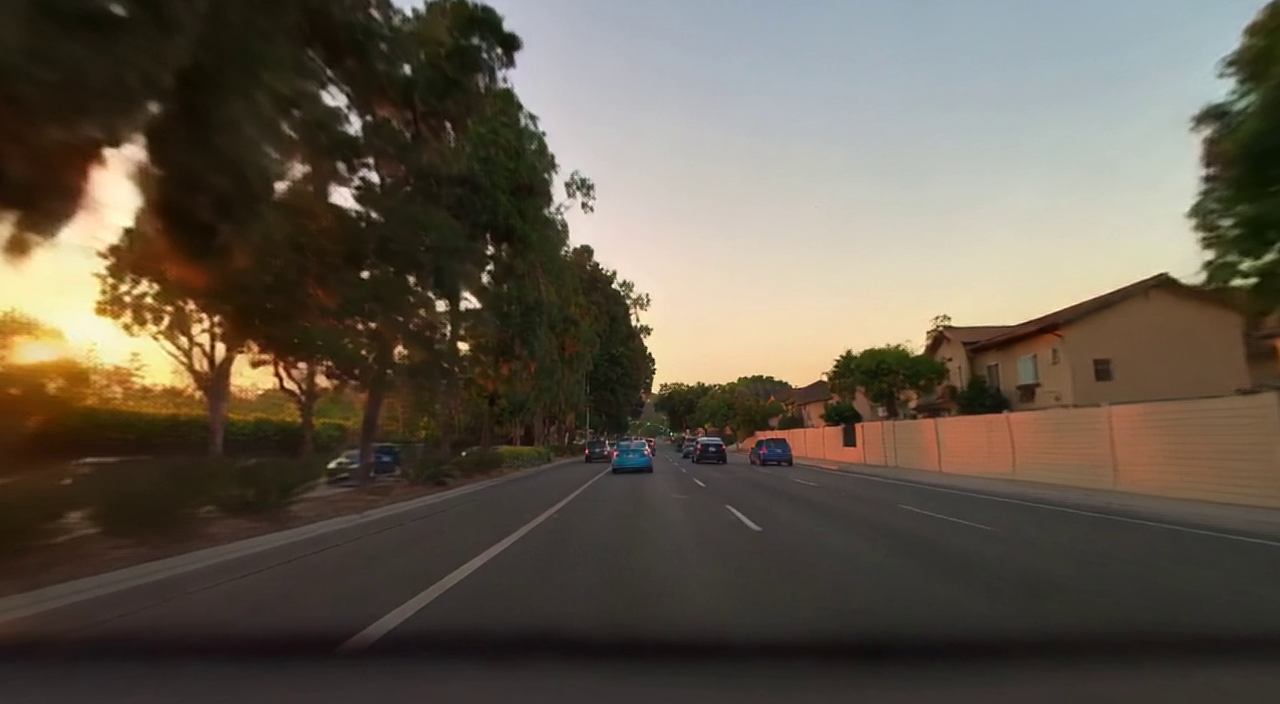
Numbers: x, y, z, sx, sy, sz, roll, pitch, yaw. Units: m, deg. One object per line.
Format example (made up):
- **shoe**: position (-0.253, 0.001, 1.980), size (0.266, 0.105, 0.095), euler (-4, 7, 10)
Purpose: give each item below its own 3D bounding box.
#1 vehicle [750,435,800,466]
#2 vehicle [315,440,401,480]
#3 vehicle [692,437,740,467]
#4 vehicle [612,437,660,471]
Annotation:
- **vehicle**: position (7.796, 5.710, 36.811), size (1.972, 1.700, 4.269), euler (0, -8, 0)
- **vehicle**: position (-13.744, 5.260, 31.088), size (2.019, 1.778, 4.593), euler (0, -8, 1)
- **vehicle**: position (4.036, 5.384, 34.143), size (2.067, 1.514, 4.188), euler (0, -8, 0)
- **vehicle**: position (-0.145, 4.738, 29.491), size (2.102, 1.481, 3.907), euler (0, -8, 1)
